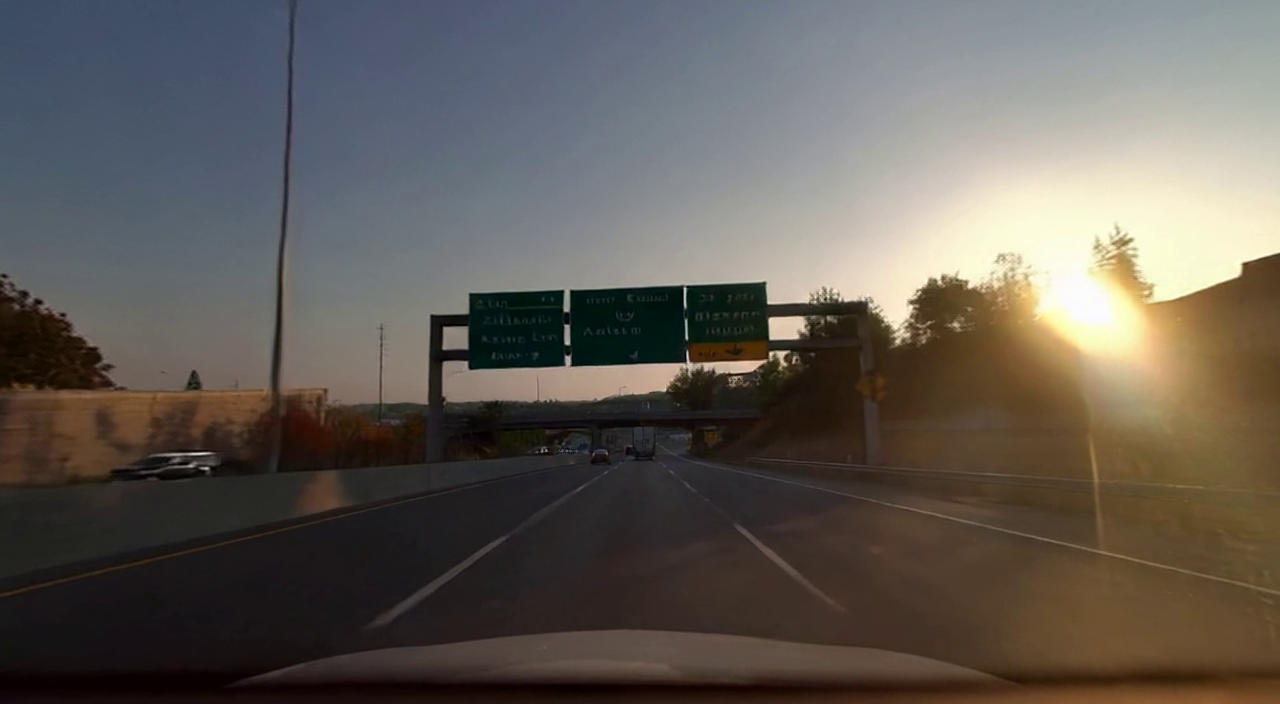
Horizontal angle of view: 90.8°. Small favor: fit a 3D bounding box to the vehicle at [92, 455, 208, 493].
[{"bbox_3d":[-27.000,6.710,35.024,2.092,1.902,4.764,-2,-9,11],"label":"vehicle"}]
